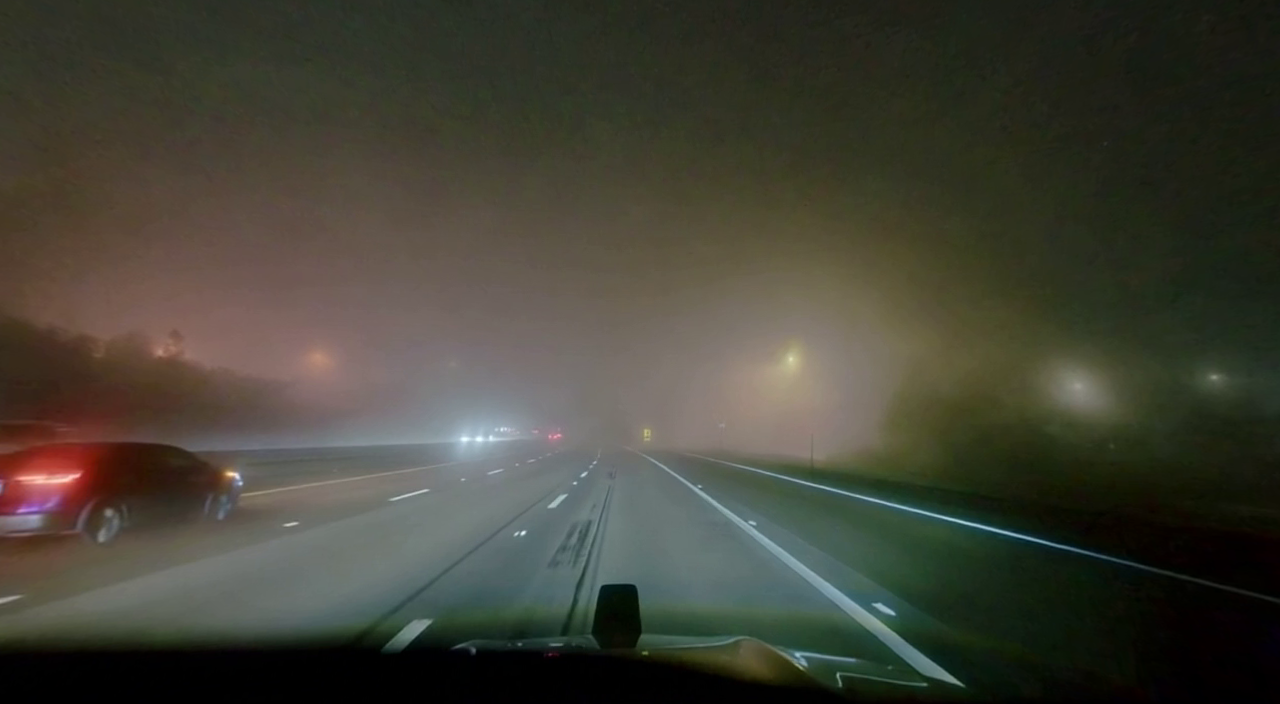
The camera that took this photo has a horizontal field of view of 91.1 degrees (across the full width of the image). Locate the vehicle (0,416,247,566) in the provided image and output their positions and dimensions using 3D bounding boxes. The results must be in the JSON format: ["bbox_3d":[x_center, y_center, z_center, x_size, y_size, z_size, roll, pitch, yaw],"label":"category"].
[{"bbox_3d":[-7.377,1.631,8.043,1.979,1.476,4.324,0,-8,-1],"label":"vehicle"}]
